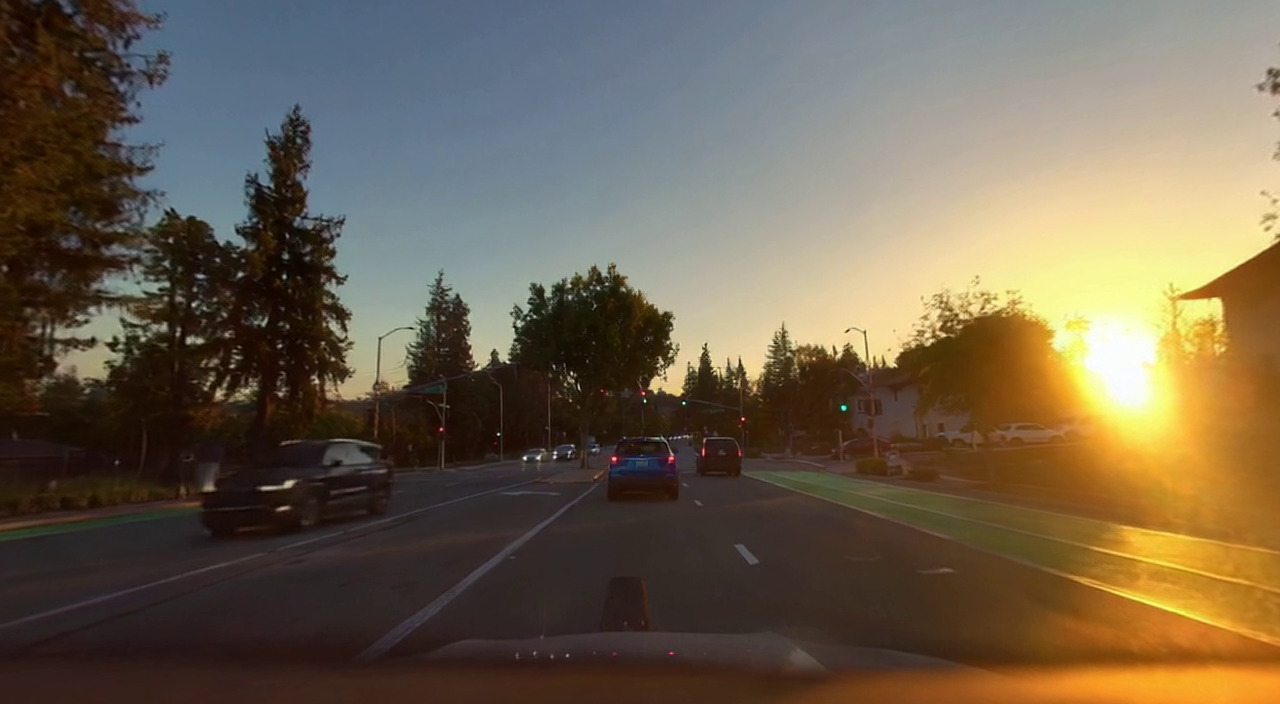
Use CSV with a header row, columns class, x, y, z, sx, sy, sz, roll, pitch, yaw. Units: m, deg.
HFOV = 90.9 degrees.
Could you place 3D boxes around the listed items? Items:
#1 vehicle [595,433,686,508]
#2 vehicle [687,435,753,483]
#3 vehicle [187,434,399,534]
class,x,y,z,sx,sy,sz,roll,pitch,yaw
vehicle,0.017,3.068,16.716,2.109,1.730,3.963,0,-8,0
vehicle,3.266,4.498,26.756,2.189,1.815,4.495,0,-8,0
vehicle,-6.935,2.648,13.280,2.005,1.729,4.293,0,-8,0
